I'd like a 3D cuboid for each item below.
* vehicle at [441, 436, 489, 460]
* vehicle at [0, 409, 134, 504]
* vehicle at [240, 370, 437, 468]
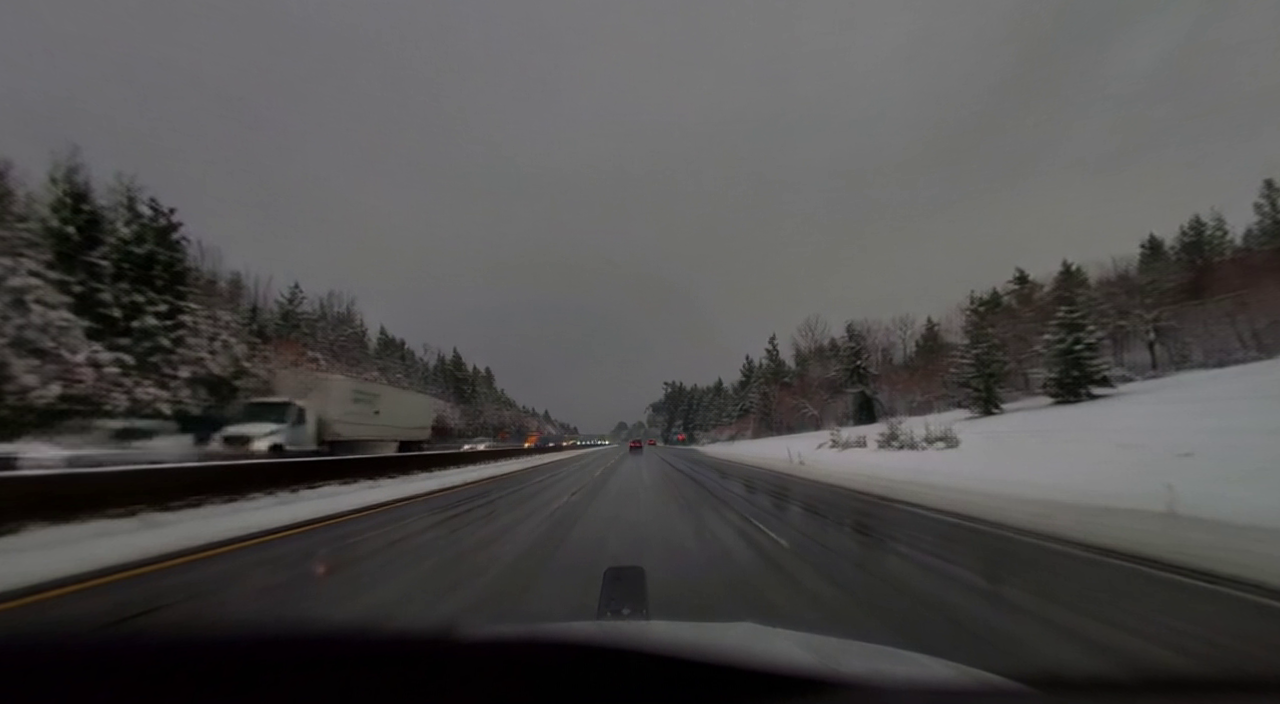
[{"bbox_3d":[-11.543,6.330,41.743,1.871,1.479,4.480,0,-8,0],"label":"vehicle"},{"bbox_3d":[-11.702,1.796,10.866,1.968,1.569,4.700,0,-8,1],"label":"vehicle"},{"bbox_3d":[-15.084,3.919,34.181,2.927,4.069,16.353,0,-8,-1],"label":"vehicle"}]
